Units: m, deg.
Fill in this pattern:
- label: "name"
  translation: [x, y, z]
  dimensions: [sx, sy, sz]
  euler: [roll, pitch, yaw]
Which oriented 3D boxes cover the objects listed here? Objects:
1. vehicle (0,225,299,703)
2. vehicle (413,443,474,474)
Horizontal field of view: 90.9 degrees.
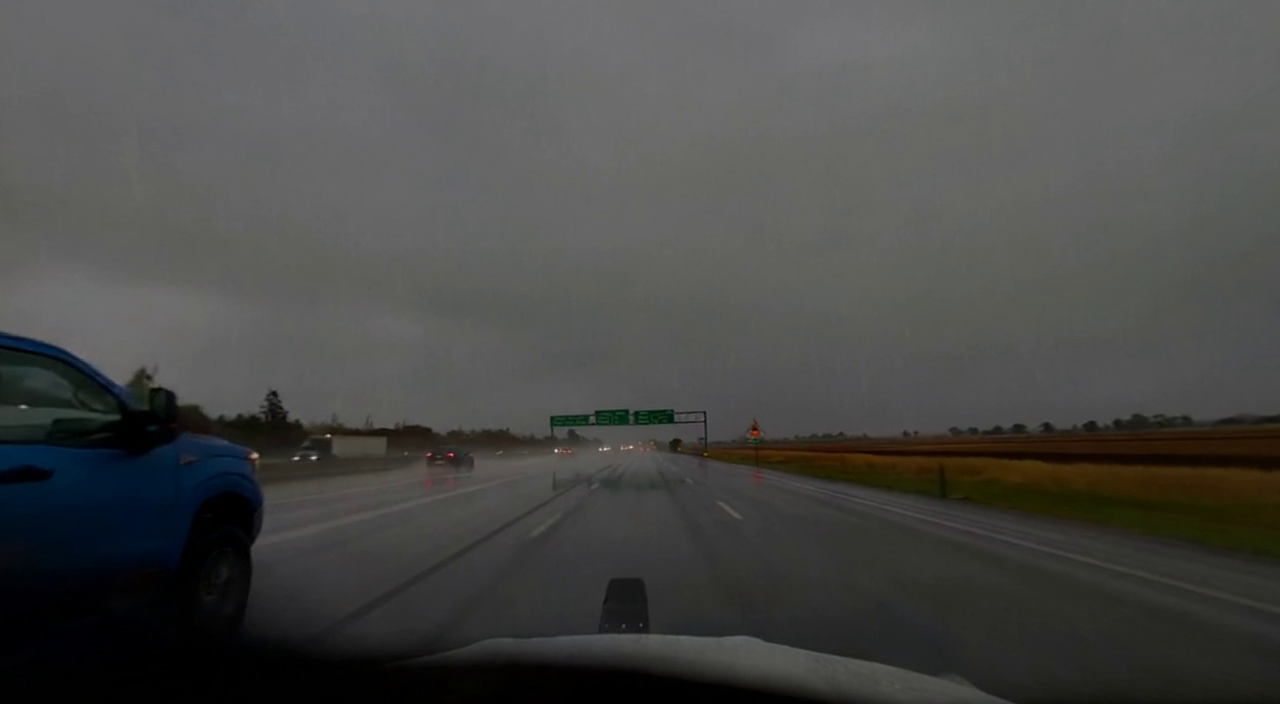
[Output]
- label: "vehicle"
  translation: [-3.669, 0.421, 1.183]
  dimensions: [2.601, 2.084, 6.068]
  euler: [0, -8, 1]
- label: "vehicle"
  translation: [-10.858, 5.888, 35.157]
  dimensions: [1.957, 1.565, 4.311]
  euler: [0, -8, 1]
